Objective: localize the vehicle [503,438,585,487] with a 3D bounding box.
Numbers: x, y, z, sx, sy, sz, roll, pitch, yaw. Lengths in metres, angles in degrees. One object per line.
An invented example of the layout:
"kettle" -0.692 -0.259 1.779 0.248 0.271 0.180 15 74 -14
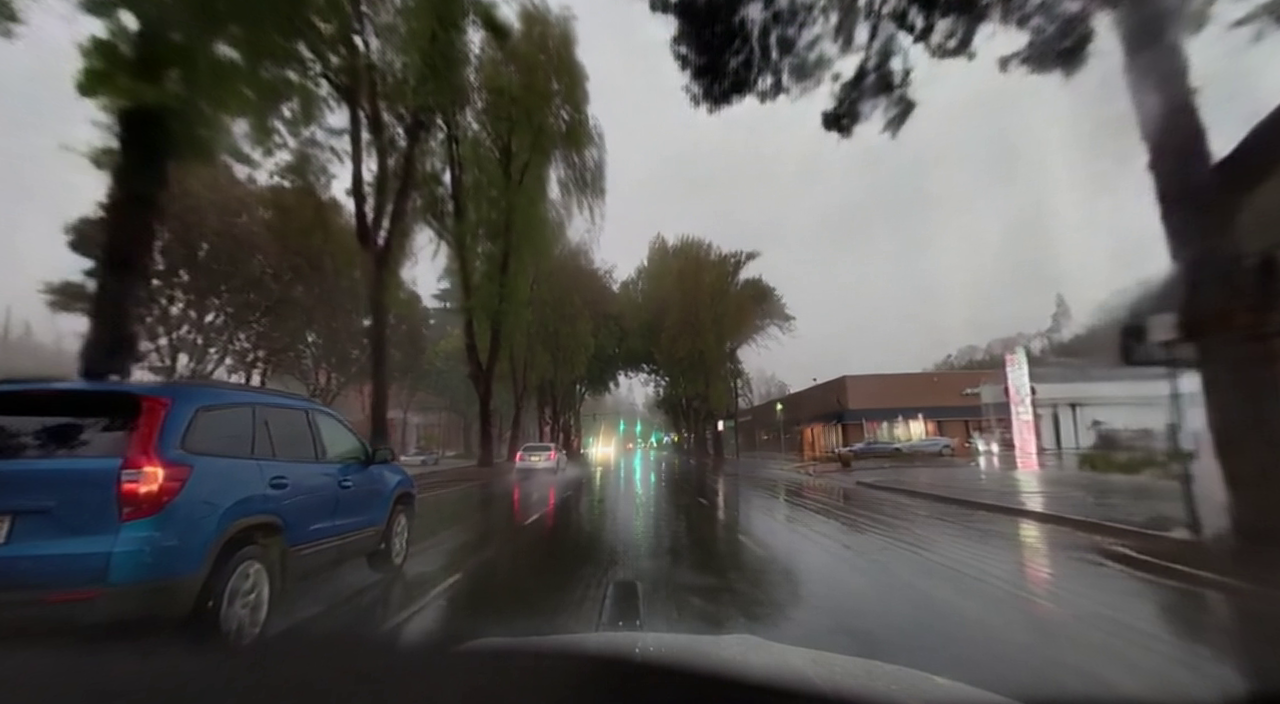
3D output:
"vehicle" -3.139 3.729 21.644 2.069 1.470 4.601 0 -8 1

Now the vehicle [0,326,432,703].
"vehicle" -3.415 1.090 5.041 2.042 1.817 4.364 0 -8 -1
